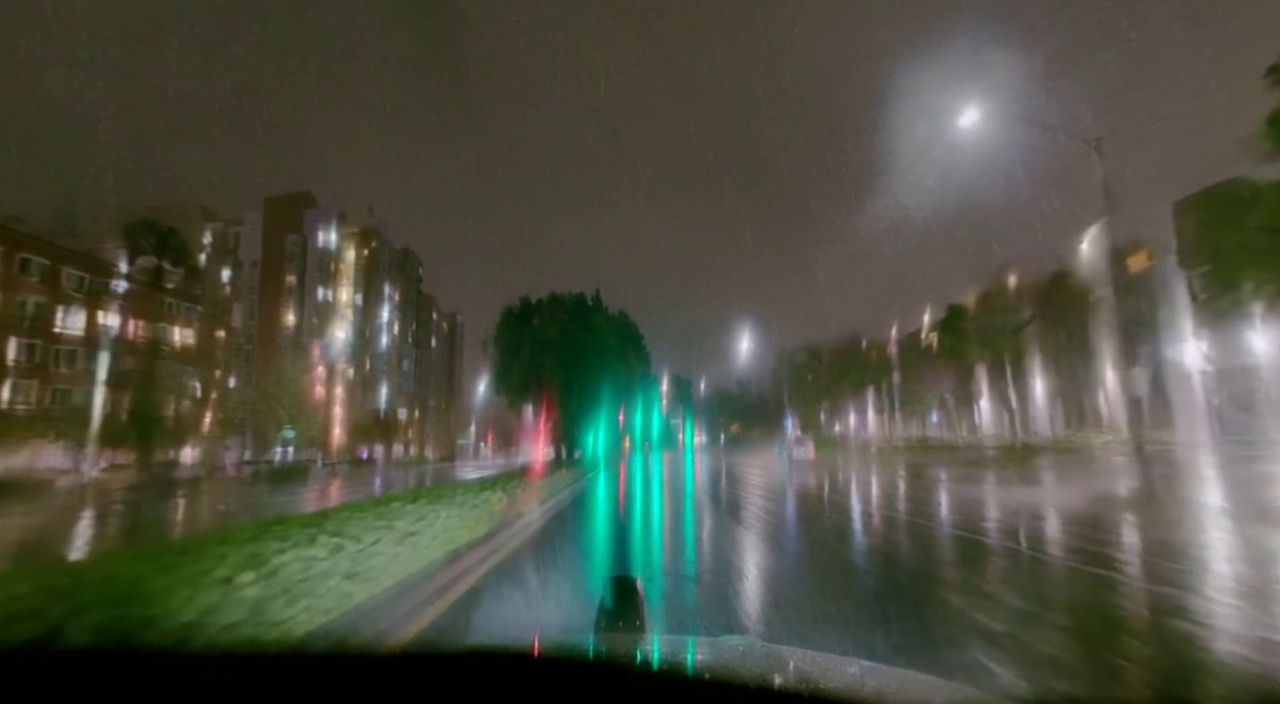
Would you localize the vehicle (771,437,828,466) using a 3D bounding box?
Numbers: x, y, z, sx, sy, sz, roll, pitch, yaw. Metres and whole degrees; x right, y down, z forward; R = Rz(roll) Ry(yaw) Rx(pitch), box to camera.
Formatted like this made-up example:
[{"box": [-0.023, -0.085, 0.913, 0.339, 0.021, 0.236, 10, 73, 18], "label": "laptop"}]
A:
[{"box": [9.961, 6.251, 39.837, 2.051, 1.726, 4.898, 0, -8, -3], "label": "vehicle"}]

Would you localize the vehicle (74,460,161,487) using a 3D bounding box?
[{"box": [-30.851, 7.191, 37.354, 3.652, 1.488, 1.678, -1, -8, 3], "label": "vehicle"}]
